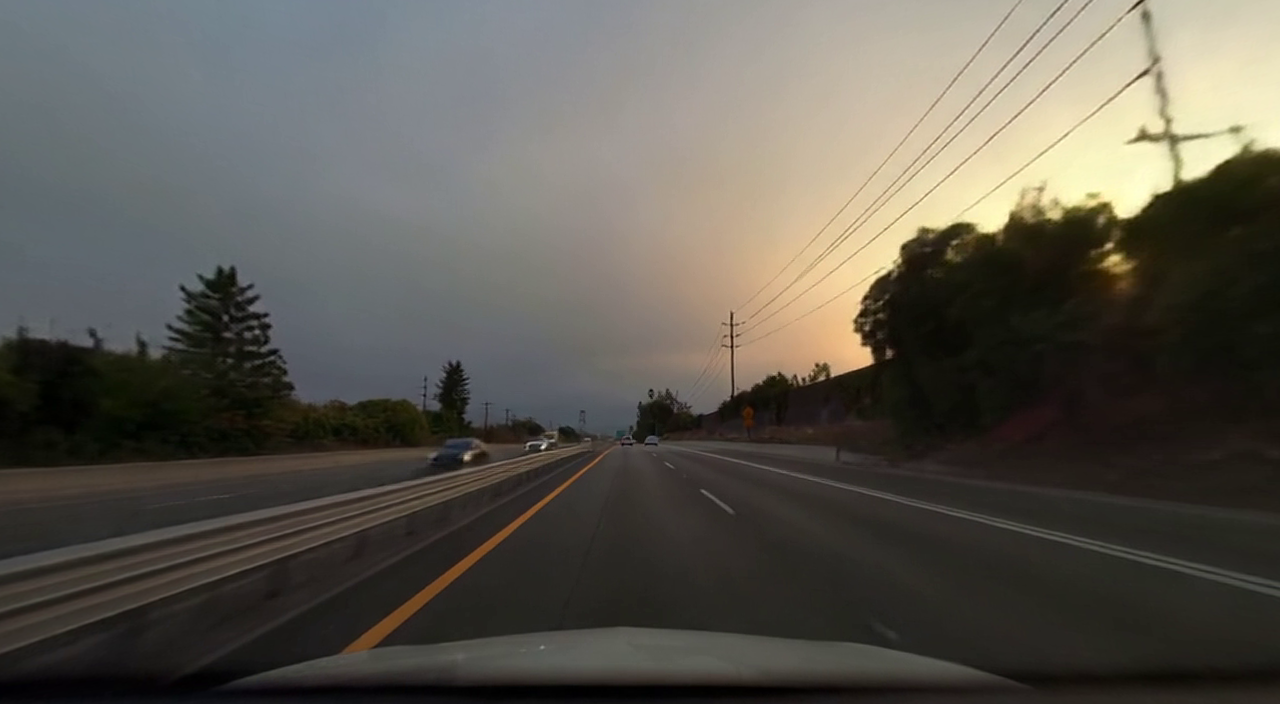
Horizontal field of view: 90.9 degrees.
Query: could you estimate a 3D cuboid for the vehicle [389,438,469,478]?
[{"bbox_3d":[-8.372,4.208,25.399,1.791,1.446,4.298,0,-8,-1],"label":"vehicle"}]
